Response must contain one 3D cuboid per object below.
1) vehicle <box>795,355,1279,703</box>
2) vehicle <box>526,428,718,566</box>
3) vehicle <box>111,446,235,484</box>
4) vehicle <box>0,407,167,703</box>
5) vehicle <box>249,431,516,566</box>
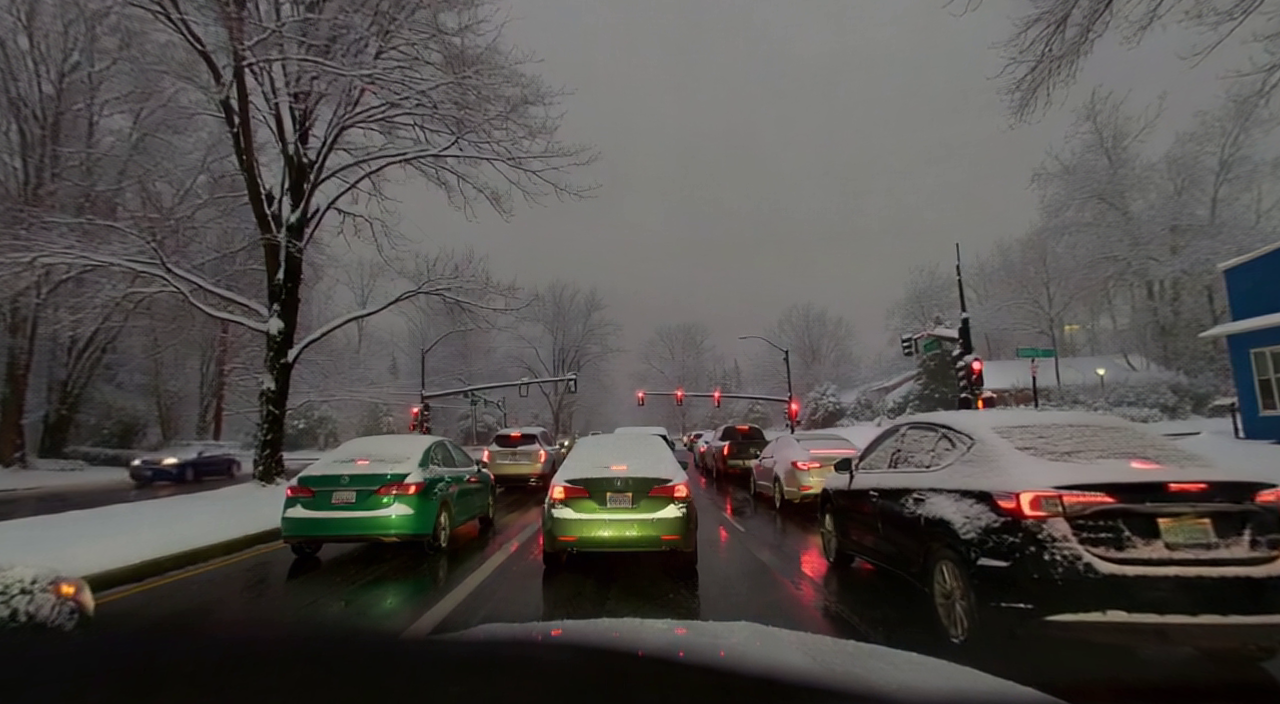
[{"bbox_3d":[3.004,1.195,5.158,2.196,1.676,4.865,0,-8,-1],"label":"vehicle"},{"bbox_3d":[-0.203,1.833,8.710,2.041,1.450,3.847,0,-8,0],"label":"vehicle"},{"bbox_3d":[-19.593,4.716,26.803,2.075,1.445,4.597,1,-8,-6],"label":"vehicle"},{"bbox_3d":[-3.355,0.715,0.847,1.863,1.448,4.697,0,-8,-1],"label":"vehicle"},{"bbox_3d":[-3.201,1.890,8.945,1.917,1.441,4.128,-1,-8,2],"label":"vehicle"}]
